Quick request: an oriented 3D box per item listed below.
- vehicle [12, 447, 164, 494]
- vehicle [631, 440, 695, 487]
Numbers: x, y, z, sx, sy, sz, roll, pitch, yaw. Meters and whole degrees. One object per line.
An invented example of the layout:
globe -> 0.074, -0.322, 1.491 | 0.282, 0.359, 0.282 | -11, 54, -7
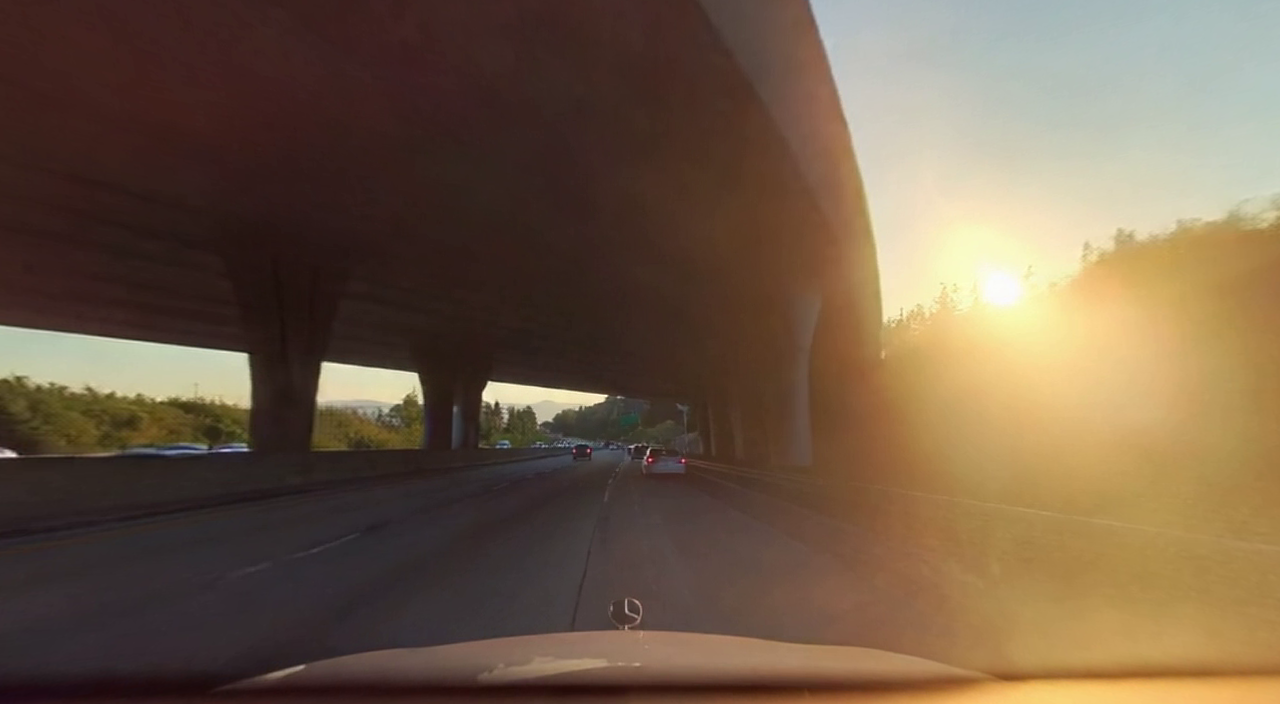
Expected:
vehicle -> -19.535, 4.183, 22.571 | 1.832, 1.520, 4.003 | 0, -9, -1
vehicle -> 0.684, 3.798, 21.664 | 1.960, 1.456, 3.818 | 0, -9, -2
